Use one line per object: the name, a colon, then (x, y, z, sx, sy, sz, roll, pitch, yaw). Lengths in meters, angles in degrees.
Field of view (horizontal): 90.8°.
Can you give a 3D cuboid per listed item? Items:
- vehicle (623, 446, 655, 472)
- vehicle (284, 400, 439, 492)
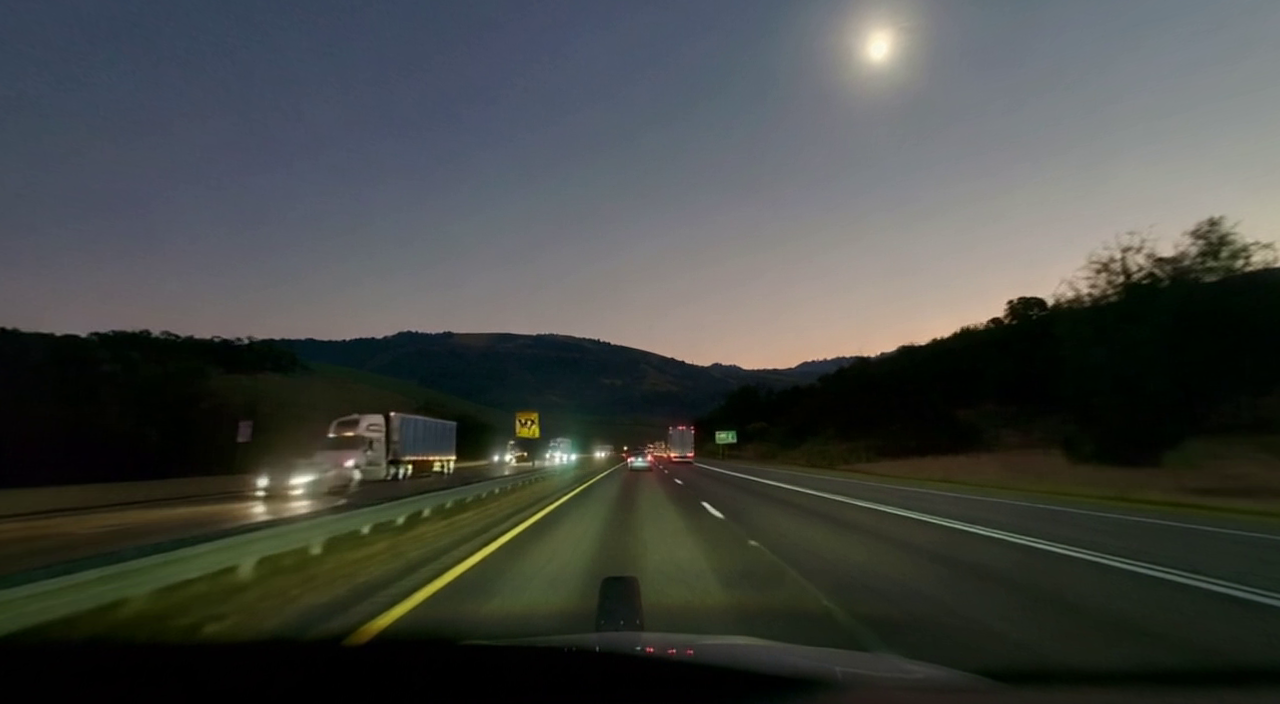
vehicle: (-0.090, 7.459, 44.275, 2.137, 1.689, 4.051, 0, -9, 0)
vehicle: (-13.190, 4.695, 31.447, 2.919, 3.755, 10.586, 0, -9, 0)
